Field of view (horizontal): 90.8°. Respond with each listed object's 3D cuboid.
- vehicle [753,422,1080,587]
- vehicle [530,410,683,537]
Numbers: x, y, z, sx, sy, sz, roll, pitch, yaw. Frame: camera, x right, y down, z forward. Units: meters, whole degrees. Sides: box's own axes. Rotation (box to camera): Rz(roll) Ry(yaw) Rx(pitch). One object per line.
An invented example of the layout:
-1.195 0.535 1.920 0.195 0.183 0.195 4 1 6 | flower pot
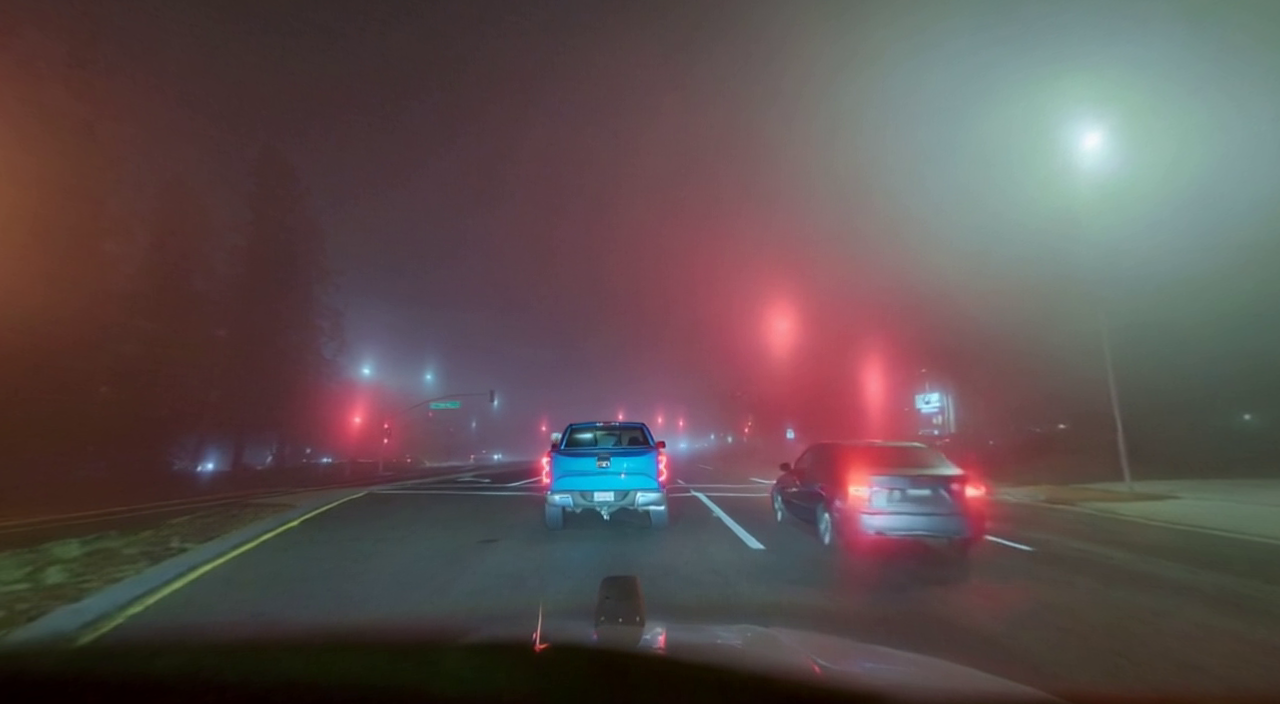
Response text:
2.942 1.729 8.070 2.073 1.484 4.437 0 -8 -1 | vehicle
-0.500 2.059 11.313 2.145 1.762 4.731 0 -8 -1 | vehicle
